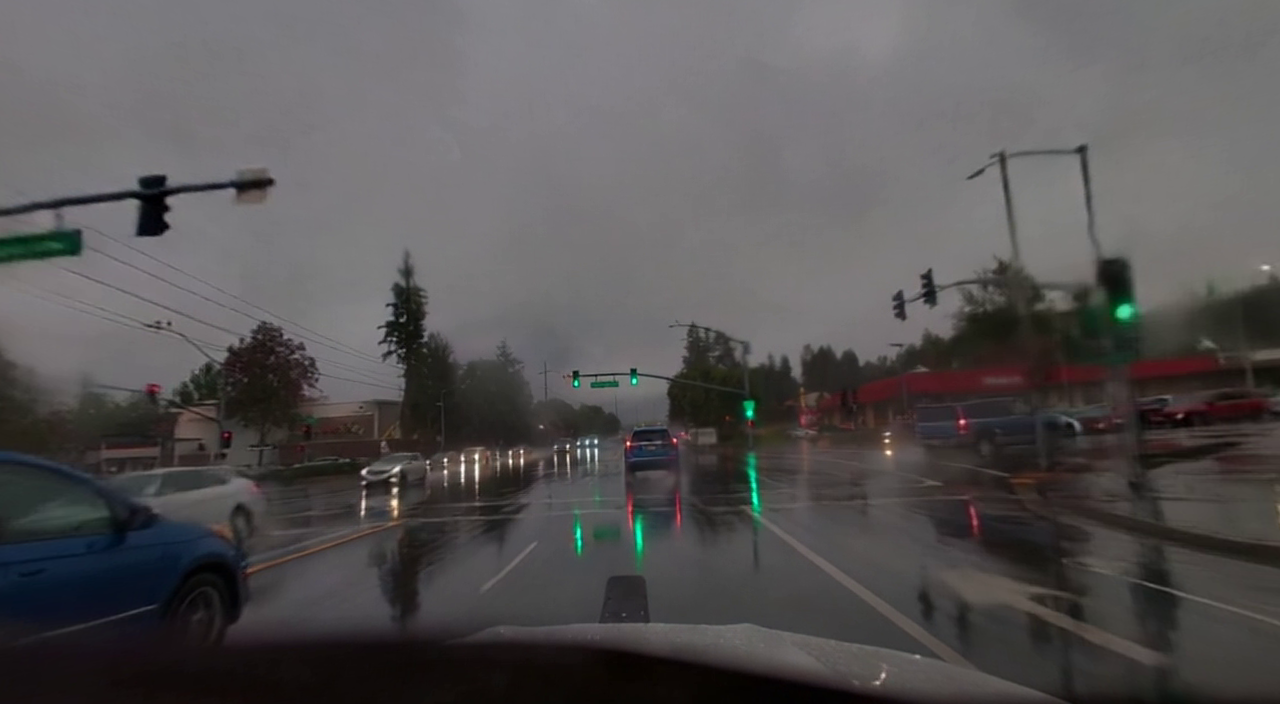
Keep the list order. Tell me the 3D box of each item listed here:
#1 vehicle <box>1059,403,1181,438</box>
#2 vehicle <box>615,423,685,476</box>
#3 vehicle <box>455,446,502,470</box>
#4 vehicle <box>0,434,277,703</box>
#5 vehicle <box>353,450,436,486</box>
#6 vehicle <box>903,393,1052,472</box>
[{"bbox_3d":[25.585,3.694,33.735,4.769,1.486,2.043,-3,-8,1],"label":"vehicle"},{"bbox_3d":[0.313,3.878,25.249,2.513,1.854,5.235,0,-8,-1],"label":"vehicle"},{"bbox_3d":[-11.393,7.500,44.846,2.184,1.641,4.429,0,-8,0],"label":"vehicle"},{"bbox_3d":[-3.700,1.070,2.522,1.996,1.463,4.094,0,-8,1],"label":"vehicle"},{"bbox_3d":[-11.293,5.365,29.446,2.016,1.468,4.612,0,-8,0],"label":"vehicle"},{"bbox_3d":[10.895,2.609,20.117,5.877,2.148,2.452,8,-12,-44],"label":"vehicle"}]
